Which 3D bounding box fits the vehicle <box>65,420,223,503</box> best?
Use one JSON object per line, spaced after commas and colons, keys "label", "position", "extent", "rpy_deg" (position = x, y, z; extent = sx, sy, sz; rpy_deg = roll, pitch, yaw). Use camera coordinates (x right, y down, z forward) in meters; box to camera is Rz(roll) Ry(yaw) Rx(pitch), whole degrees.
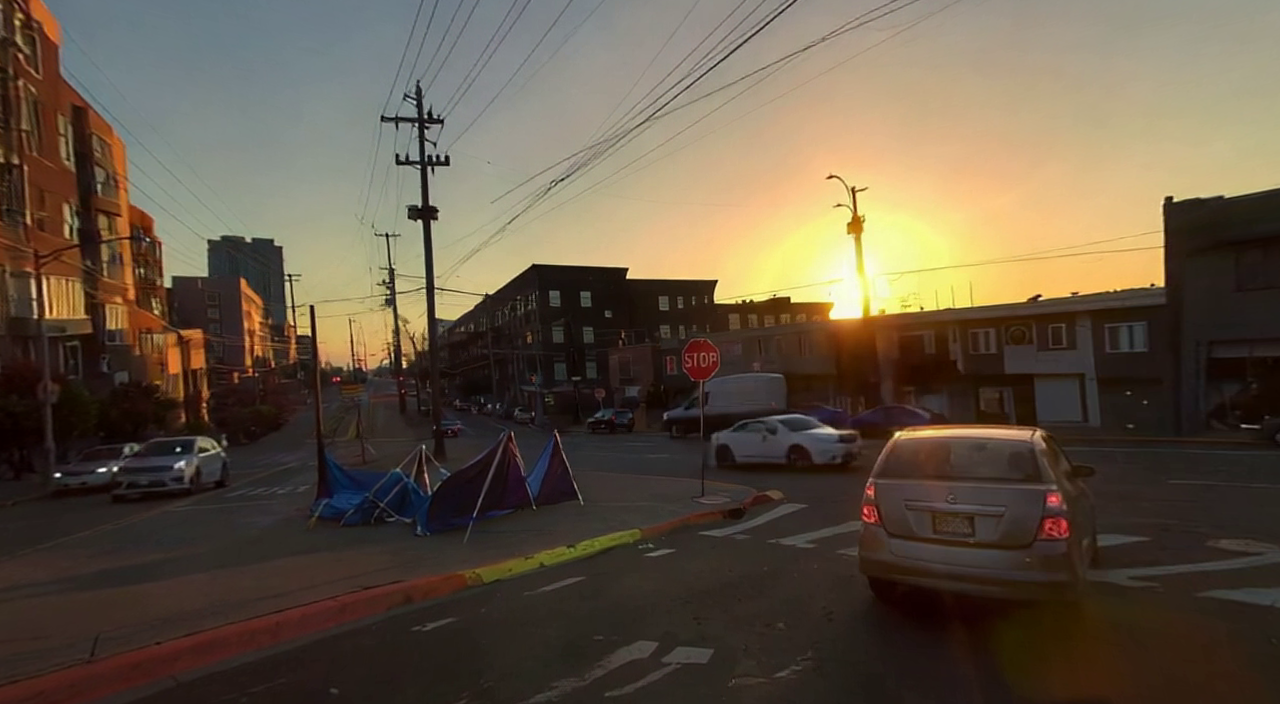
{"label": "vehicle", "position": [-12.259, 2.701, 15.980], "extent": [1.987, 1.686, 3.971], "rpy_deg": [-1, -8, -21]}

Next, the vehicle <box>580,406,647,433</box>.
{"label": "vehicle", "position": [-1.734, 4.293, 39.827], "extent": [1.790, 1.468, 4.422], "rpy_deg": [7, -11, -41]}

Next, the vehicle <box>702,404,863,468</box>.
{"label": "vehicle", "position": [4.218, 2.571, 19.107], "extent": [4.320, 1.724, 1.870], "rpy_deg": [-7, -11, 40]}

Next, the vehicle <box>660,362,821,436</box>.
{"label": "vehicle", "position": [4.551, 2.399, 29.801], "extent": [7.172, 3.075, 2.584], "rpy_deg": [-7, -10, 41]}

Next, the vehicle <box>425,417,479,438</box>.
{"label": "vehicle", "position": [-14.434, 5.820, 48.387], "extent": [2.089, 1.506, 4.641], "rpy_deg": [7, -11, -41]}

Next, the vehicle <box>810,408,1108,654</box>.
{"label": "vehicle", "position": [3.409, 1.541, 6.603], "extent": [1.945, 1.647, 4.160], "rpy_deg": [-6, -10, 32]}
